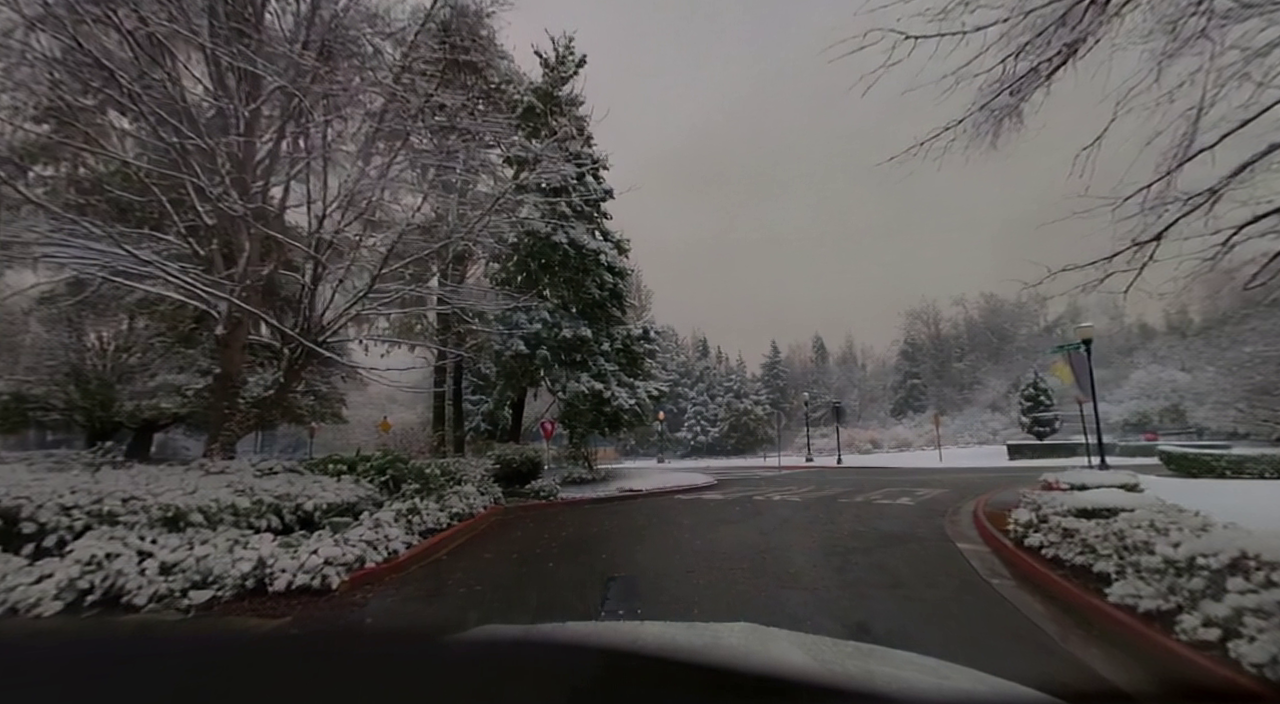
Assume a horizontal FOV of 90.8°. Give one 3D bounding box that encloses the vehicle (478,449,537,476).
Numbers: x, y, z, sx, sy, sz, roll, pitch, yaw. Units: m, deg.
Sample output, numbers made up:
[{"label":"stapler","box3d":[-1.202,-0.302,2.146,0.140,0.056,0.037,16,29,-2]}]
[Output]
[{"label":"vehicle","box3d":[-9.104,7.499,43.073,2.019,1.672,4.490,6,-11,-40]}]
